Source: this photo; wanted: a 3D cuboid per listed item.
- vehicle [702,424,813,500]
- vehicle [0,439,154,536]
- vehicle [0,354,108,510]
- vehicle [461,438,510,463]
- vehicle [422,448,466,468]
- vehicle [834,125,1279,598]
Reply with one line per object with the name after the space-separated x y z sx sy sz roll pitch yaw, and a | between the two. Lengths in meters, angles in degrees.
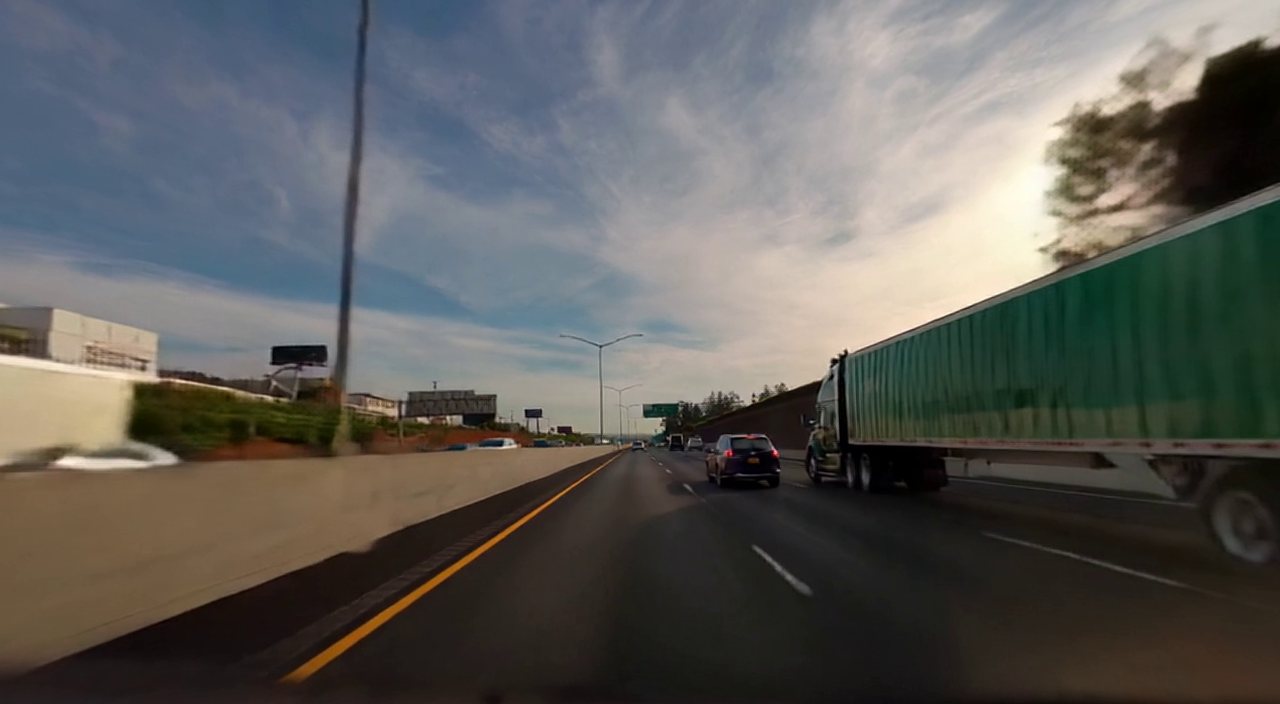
2.888 2.830 16.589 1.973 1.710 4.476 0 -9 -1 | vehicle
-10.795 2.217 10.582 1.943 1.468 4.227 0 -9 -1 | vehicle
-18.452 1.444 12.189 2.866 4.122 15.694 0 -9 0 | vehicle
-10.698 6.888 44.135 2.018 1.637 5.003 0 -9 1 | vehicle
-14.730 7.977 47.710 1.889 1.432 4.473 0 -9 1 | vehicle
6.910 0.745 9.932 2.864 4.060 14.637 0 -9 -1 | vehicle
